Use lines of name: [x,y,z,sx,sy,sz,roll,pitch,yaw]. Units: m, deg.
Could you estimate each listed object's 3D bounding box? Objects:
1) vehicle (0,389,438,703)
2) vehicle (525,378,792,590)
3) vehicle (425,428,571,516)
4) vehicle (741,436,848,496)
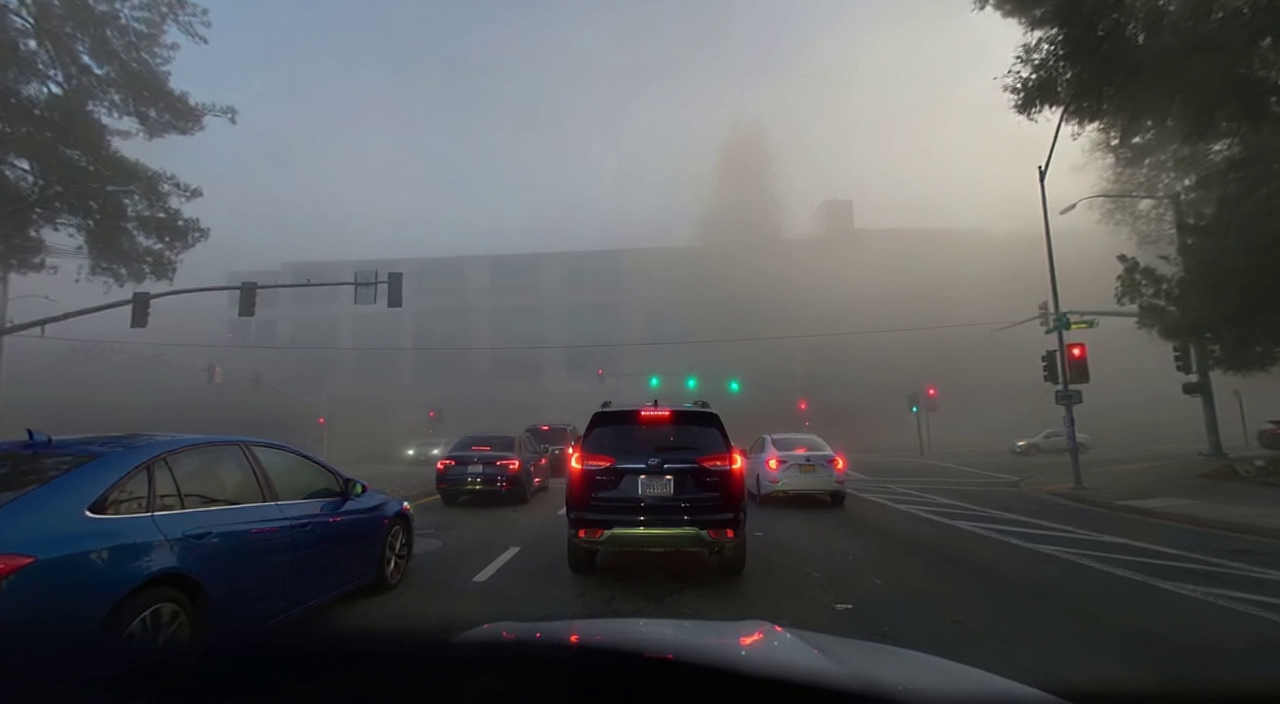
vehicle: [-3.224,1.201,4.425,1.958,1.494,4.624,0,-8,2]
vehicle: [0.206,1.451,7.700,2.300,1.832,4.331,0,-8,1]
vehicle: [-2.700,2.385,13.055,1.851,1.502,4.042,0,-8,4]
vehicle: [4.080,3.062,17.352,1.979,1.453,4.011,0,-8,1]
